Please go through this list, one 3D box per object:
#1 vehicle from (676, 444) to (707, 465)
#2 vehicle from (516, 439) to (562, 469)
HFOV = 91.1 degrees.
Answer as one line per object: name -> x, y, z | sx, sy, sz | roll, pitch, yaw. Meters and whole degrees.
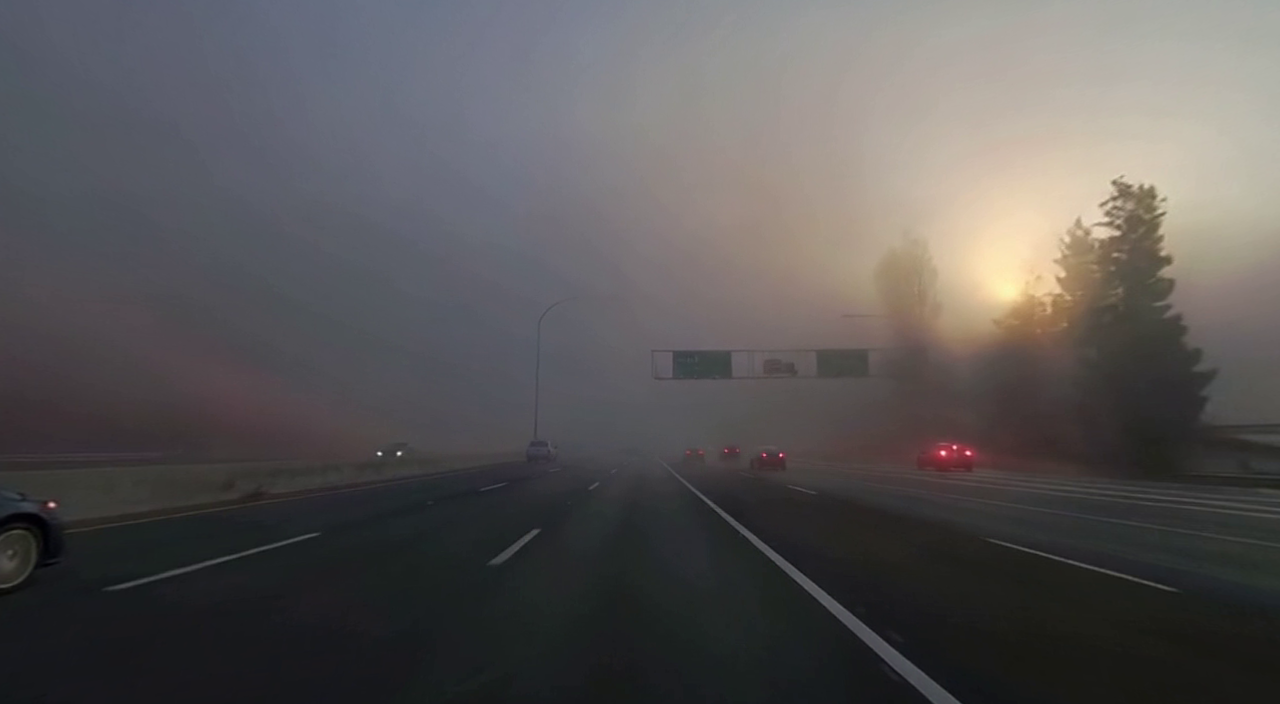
vehicle -> 3.771, 7.558, 46.381 | 1.950, 1.453, 3.378 | 0, -8, -1
vehicle -> -6.298, 6.370, 39.541 | 2.091, 1.746, 4.437 | 0, -8, 1
